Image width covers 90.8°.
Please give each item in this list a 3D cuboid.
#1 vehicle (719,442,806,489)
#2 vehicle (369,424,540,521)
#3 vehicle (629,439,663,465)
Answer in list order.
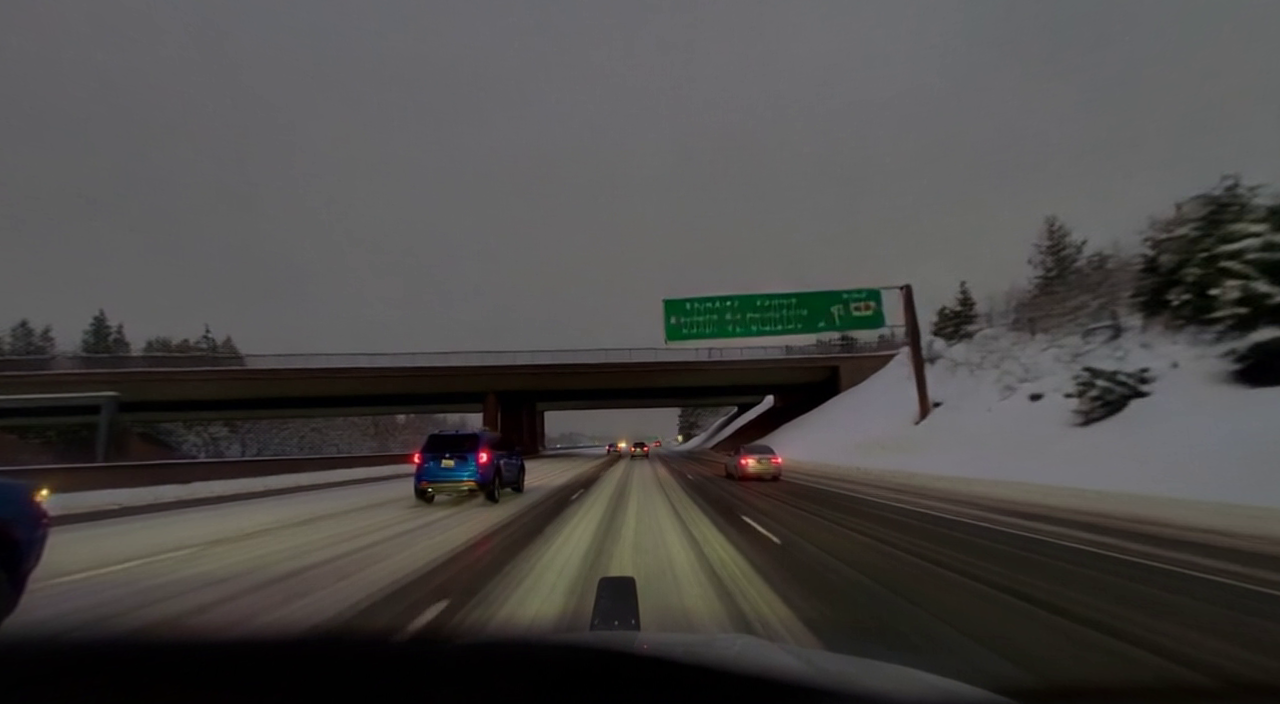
[{"bbox_3d":[4.083,3.850,21.839,2.083,1.453,4.307,0,-8,-1],"label":"vehicle"},{"bbox_3d":[-3.476,2.357,12.838,2.193,1.641,4.077,0,-8,1],"label":"vehicle"},{"bbox_3d":[0.470,7.498,47.498,2.428,1.841,4.402,0,-8,0],"label":"vehicle"}]
